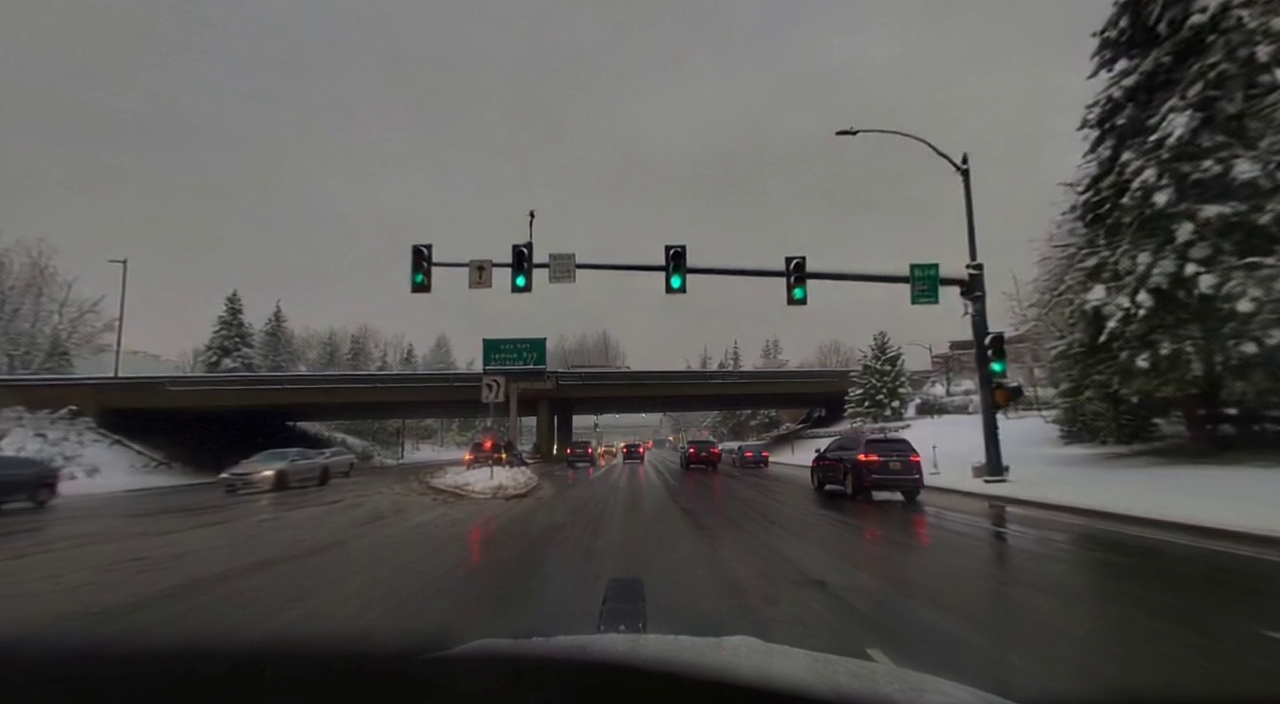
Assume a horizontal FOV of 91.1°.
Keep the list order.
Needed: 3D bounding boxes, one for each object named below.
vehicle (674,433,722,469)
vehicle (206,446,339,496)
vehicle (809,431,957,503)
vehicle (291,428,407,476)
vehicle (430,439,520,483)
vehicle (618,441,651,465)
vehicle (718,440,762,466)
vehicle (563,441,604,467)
[{"bbox_3d":[3.005,5.273,33.463,2.034,1.762,4.420,0,-8,-1],"label":"vehicle"},{"bbox_3d":[-12.245,3.945,21.303,1.802,1.478,4.391,0,-8,1],"label":"vehicle"},{"bbox_3d":[6.210,2.988,16.752,2.056,1.624,4.498,0,-8,-1],"label":"vehicle"},{"bbox_3d":[-19.199,6.725,42.437,3.019,2.822,10.028,0,-8,0],"label":"vehicle"},{"bbox_3d":[-5.962,3.987,23.284,2.070,1.488,4.376,0,-8,1],"label":"vehicle"},{"bbox_3d":[-0.372,6.562,40.789,2.026,1.453,3.780,0,-8,0],"label":"vehicle"},{"bbox_3d":[6.188,6.311,39.459,1.924,1.527,4.268,0,-8,-2],"label":"vehicle"},{"bbox_3d":[-3.334,6.152,37.903,2.041,1.466,4.212,0,-8,0],"label":"vehicle"}]
